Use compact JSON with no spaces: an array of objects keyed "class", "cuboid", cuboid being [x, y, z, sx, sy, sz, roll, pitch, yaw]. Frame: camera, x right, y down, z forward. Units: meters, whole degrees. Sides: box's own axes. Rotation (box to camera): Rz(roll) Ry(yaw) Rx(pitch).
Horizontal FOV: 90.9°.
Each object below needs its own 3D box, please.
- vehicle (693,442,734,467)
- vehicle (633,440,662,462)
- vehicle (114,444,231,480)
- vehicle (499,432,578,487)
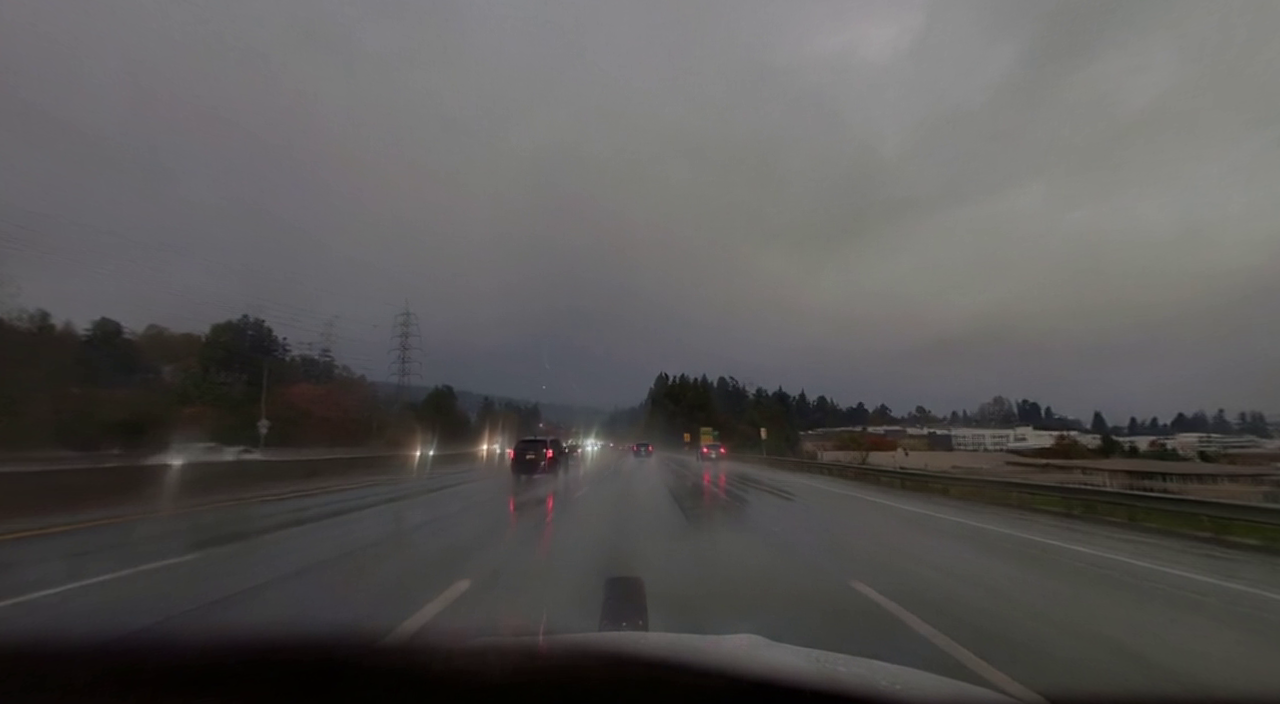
[{"class":"vehicle","cuboid":[4.461,6.285,38.875,1.964,1.479,4.252,0,-8,0]},{"class":"vehicle","cuboid":[0.575,7.738,49.357,2.156,1.647,3.987,0,-8,0]},{"class":"vehicle","cuboid":[-21.865,5.125,29.763,1.990,1.548,4.522,0,-8,0]},{"class":"vehicle","cuboid":[-3.399,3.685,21.941,1.961,1.704,4.052,0,-8,1]}]
